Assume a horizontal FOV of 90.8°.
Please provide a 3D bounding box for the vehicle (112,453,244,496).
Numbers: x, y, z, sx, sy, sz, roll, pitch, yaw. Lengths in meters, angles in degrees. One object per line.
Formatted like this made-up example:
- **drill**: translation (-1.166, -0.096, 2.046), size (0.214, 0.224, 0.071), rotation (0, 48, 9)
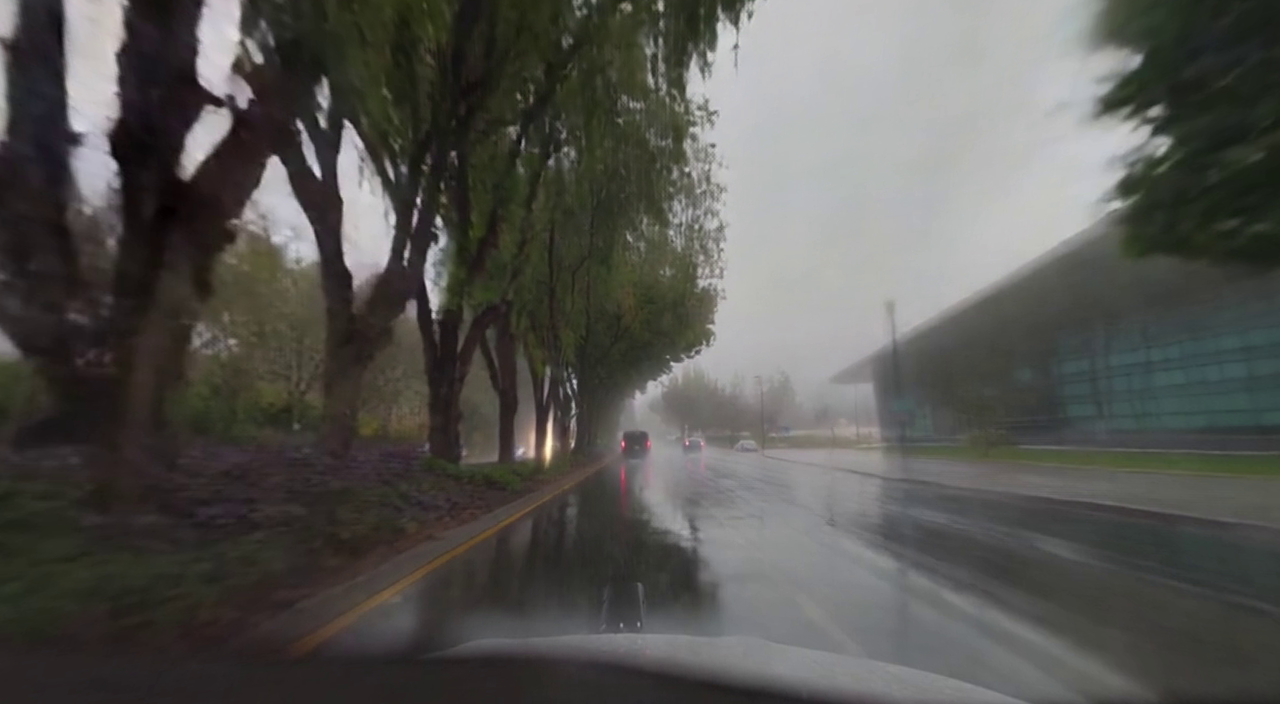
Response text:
- **vehicle**: translation (-18.102, 4.789, 25.082), size (1.825, 1.453, 4.481), rotation (0, -8, 0)

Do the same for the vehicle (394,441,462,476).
- **vehicle**: translation (-11.063, 5.551, 33.325), size (1.994, 1.678, 4.605), rotation (0, -8, -1)

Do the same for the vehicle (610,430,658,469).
- **vehicle**: translation (-0.356, 5.302, 34.530), size (2.411, 1.937, 5.186), rotation (0, -8, -1)

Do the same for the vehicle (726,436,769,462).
- **vehicle**: translation (7.798, 7.110, 46.493), size (2.364, 1.781, 4.854), rotation (0, -8, 1)

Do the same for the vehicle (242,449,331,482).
- **vehicle**: translation (-18.090, 5.804, 32.626), size (1.876, 1.494, 4.662), rotation (0, -8, 0)

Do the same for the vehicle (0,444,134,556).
- **vehicle**: translation (-9.281, 1.937, 8.323), size (1.950, 1.438, 4.343), rotation (1, -8, -6)

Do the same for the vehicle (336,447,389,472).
- **vehicle**: translation (-17.956, 6.934, 41.055), size (1.773, 1.510, 3.608), rotation (0, -8, -1)
